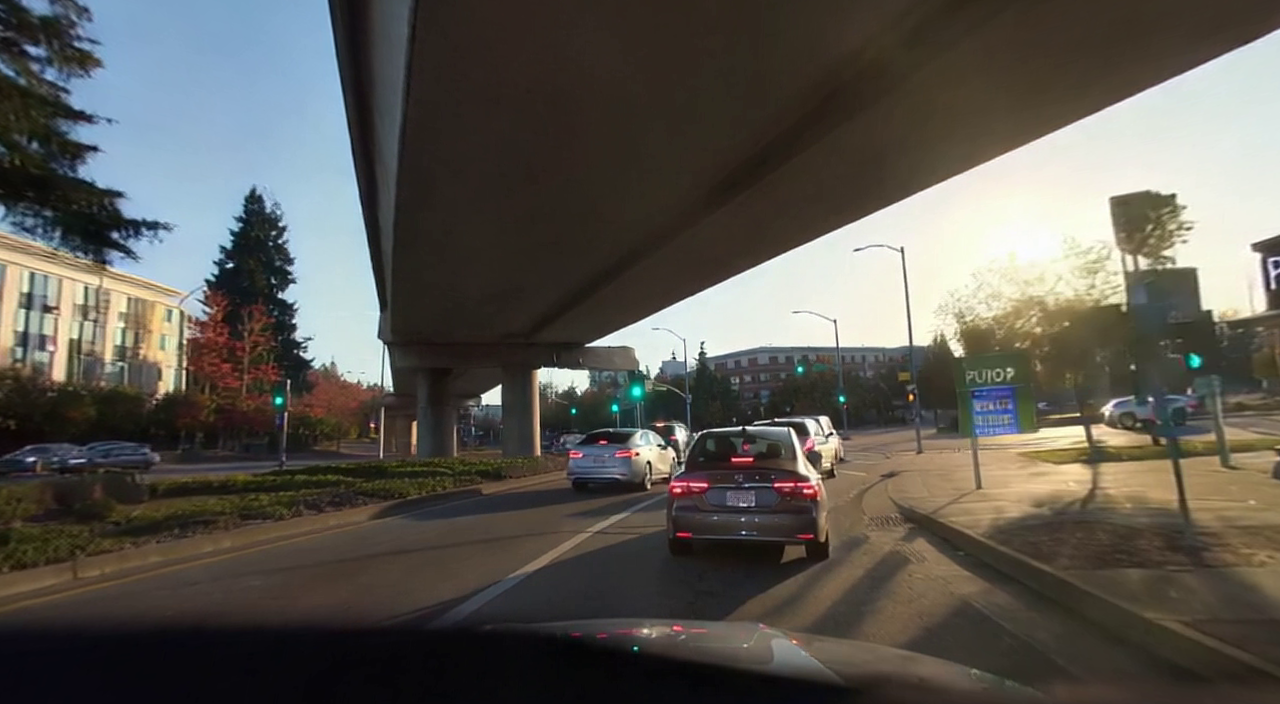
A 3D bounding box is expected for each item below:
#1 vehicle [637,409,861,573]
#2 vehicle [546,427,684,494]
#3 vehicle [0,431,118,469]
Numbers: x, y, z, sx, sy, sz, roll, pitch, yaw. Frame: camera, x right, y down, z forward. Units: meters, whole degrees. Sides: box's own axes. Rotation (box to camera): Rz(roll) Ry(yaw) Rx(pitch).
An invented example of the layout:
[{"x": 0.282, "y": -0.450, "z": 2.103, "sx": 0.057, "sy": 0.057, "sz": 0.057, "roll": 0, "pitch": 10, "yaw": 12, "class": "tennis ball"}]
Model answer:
[{"x": 1.469, "y": 1.689, "z": 8.487, "sx": 2.195, "sy": 1.571, "sz": 4.353, "roll": -2, "pitch": -9, "yaw": 11, "class": "vehicle"}, {"x": -0.465, "y": 2.851, "z": 16.960, "sx": 2.214, "sy": 1.519, "sz": 4.704, "roll": -3, "pitch": -9, "yaw": 18, "class": "vehicle"}, {"x": -33.221, "y": 5.504, "z": 35.382, "sx": 5.457, "sy": 2.021, "sz": 2.213, "roll": 2, "pitch": -9, "yaw": -14, "class": "vehicle"}]
